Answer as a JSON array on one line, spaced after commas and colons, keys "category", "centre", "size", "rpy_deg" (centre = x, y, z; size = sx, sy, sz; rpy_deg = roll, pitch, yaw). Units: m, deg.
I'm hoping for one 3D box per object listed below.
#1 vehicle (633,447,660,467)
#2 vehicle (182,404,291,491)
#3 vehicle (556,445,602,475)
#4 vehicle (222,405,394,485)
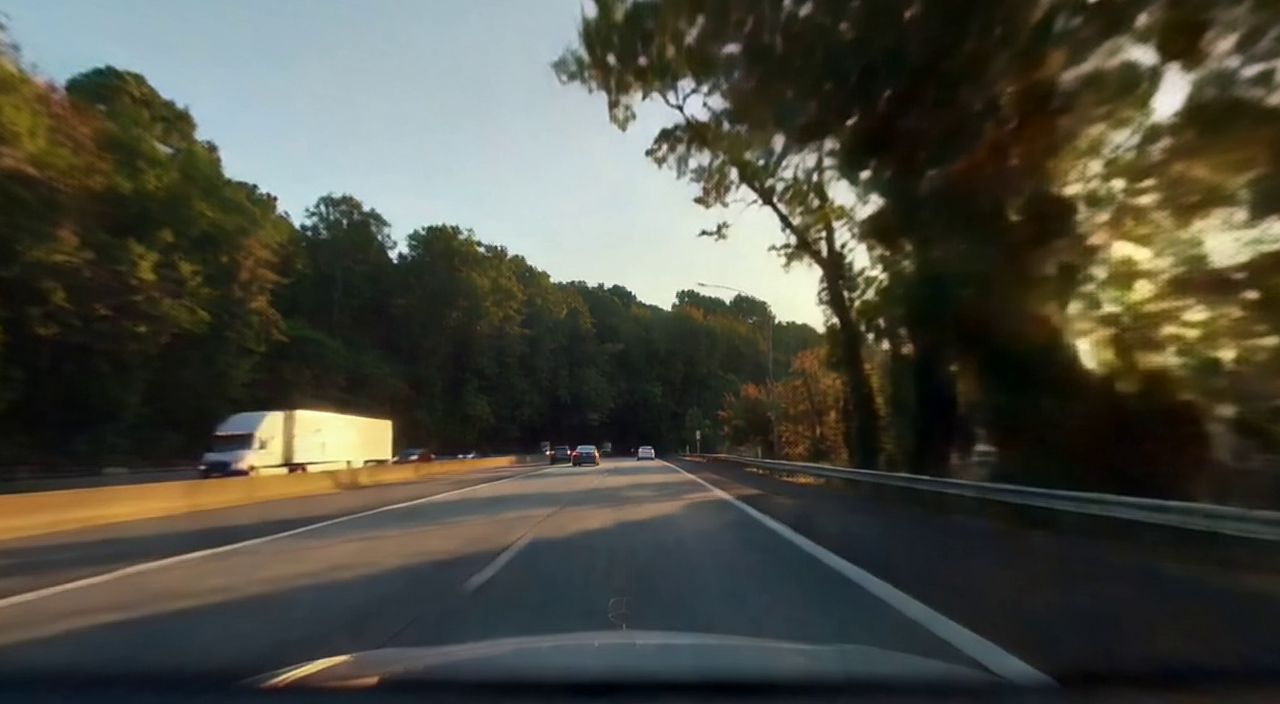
[{"category": "vehicle", "centre": [0.442, 8.062, 48.449], "size": [1.989, 1.402, 3.831], "rpy_deg": [0, -9, -1]}, {"category": "vehicle", "centre": [-19.031, 4.510, 29.952], "size": [2.908, 3.879, 2.998], "rpy_deg": [0, -9, -1]}, {"category": "vehicle", "centre": [-3.233, 5.857, 34.399], "size": [2.112, 1.498, 4.117], "rpy_deg": [0, -9, 0]}, {"category": "vehicle", "centre": [-19.129, 5.658, 38.162], "size": [2.881, 3.904, 14.146], "rpy_deg": [0, -9, -1]}]
